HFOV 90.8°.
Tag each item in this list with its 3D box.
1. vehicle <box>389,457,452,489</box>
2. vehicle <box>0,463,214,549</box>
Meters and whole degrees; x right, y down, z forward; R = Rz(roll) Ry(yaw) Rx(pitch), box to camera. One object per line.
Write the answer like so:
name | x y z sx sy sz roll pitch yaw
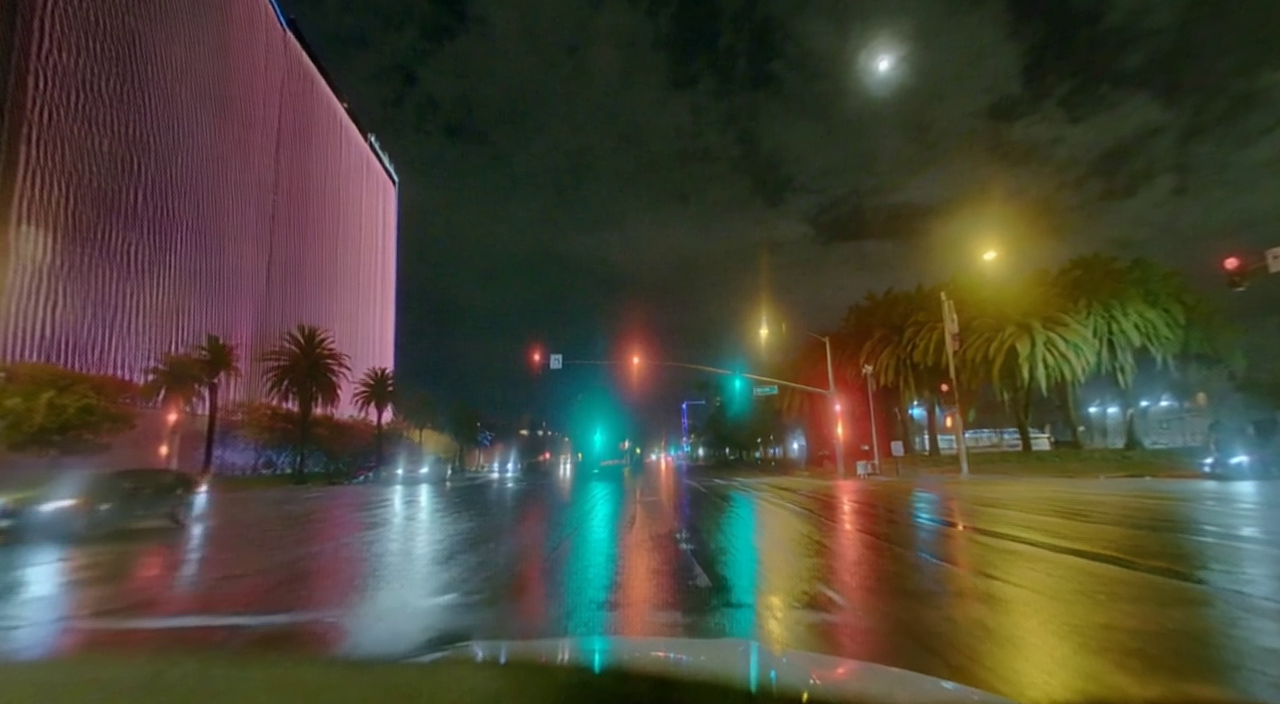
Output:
vehicle | -12.625 6.968 36.646 2.038 1.624 4.292 -1 -9 1
vehicle | -12.575 3.364 14.504 2.145 1.504 4.857 -1 -9 1
